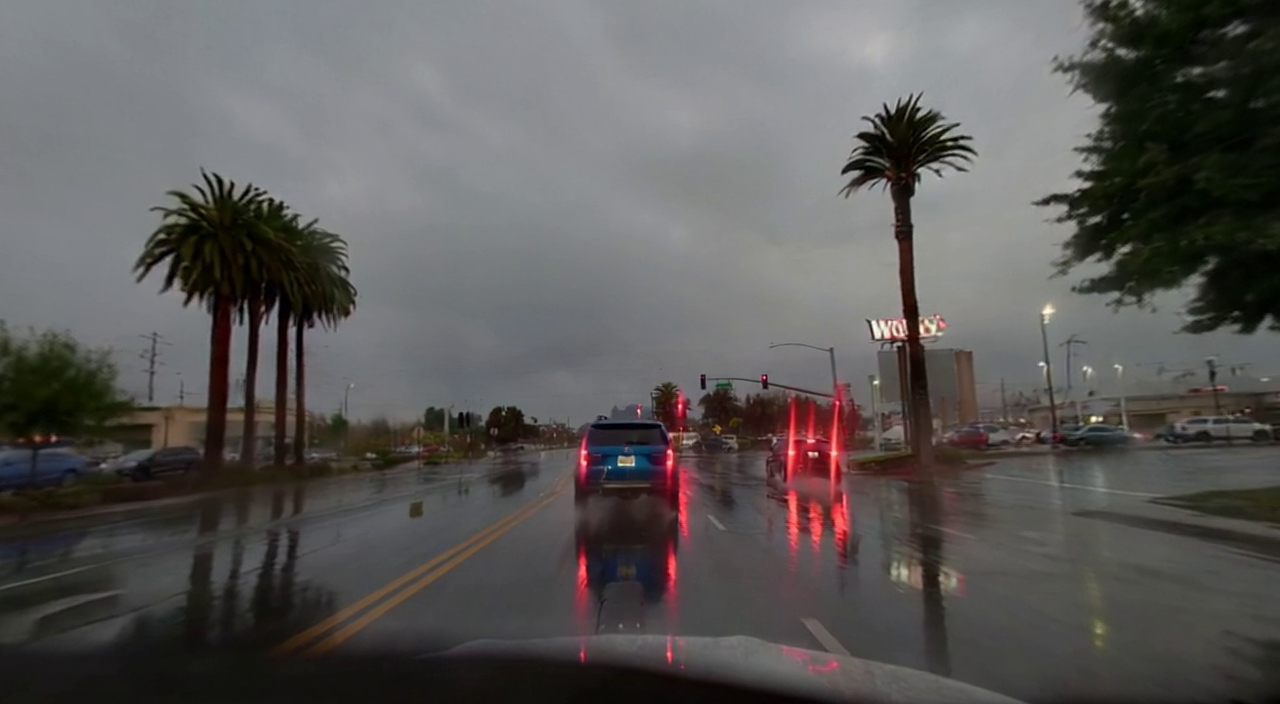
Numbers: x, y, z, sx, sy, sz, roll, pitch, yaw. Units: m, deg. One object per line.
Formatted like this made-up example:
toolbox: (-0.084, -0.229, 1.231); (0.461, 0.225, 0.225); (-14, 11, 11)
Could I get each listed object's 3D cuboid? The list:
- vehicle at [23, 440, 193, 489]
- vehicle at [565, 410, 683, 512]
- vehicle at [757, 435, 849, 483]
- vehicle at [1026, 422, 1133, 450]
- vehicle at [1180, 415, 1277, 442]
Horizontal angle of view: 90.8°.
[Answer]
vehicle: (-19.324, 4.074, 23.101); (4.510, 1.682, 1.902); (0, -8, 2)
vehicle: (-0.437, 2.432, 14.506); (2.263, 1.932, 4.709); (0, -8, -3)
vehicle: (5.803, 3.883, 23.169); (2.086, 1.560, 4.542); (0, -8, -1)
vehicle: (29.189, 5.648, 42.167); (5.390, 1.773, 2.119); (-3, -9, 21)
vehicle: (44.225, 5.837, 47.641); (4.931, 1.912, 1.893); (-5, -10, 32)
